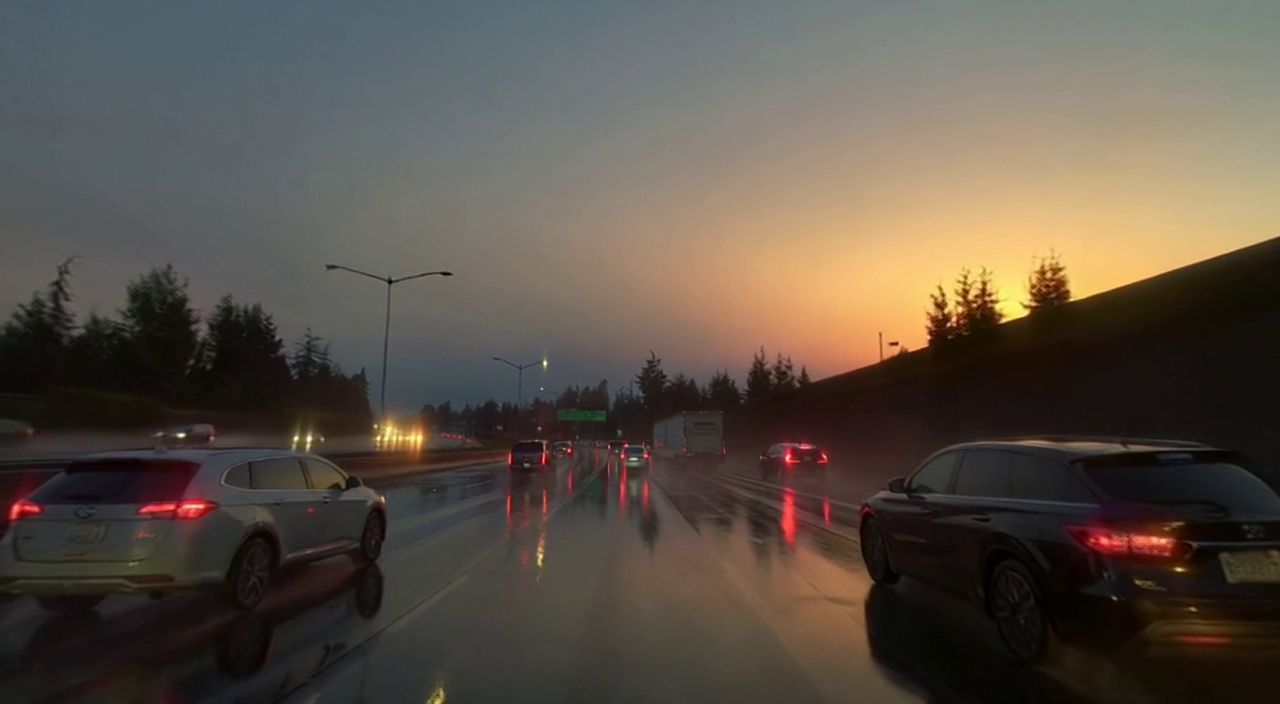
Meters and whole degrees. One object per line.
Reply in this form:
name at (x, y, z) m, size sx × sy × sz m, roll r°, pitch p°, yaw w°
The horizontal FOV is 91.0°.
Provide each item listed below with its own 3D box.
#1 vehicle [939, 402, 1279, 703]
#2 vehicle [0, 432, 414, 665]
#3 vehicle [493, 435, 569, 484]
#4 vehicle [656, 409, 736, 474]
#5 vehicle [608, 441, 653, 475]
vehicle at (3.150, 0.957, 2.248) m, size 2.031 × 1.504 × 4.327 m, roll 0°, pitch -9°, yaw 0°
vehicle at (-4.019, 1.551, 6.139) m, size 1.947 × 1.424 × 4.264 m, roll 0°, pitch -9°, yaw 2°
vehicle at (-4.305, 4.334, 25.750) m, size 2.176 × 1.783 × 4.799 m, roll 0°, pitch -9°, yaw 1°
vehicle at (3.055, 5.541, 38.623) m, size 3.426 × 3.279 × 12.313 m, roll 0°, pitch -9°, yaw -2°
vehicle at (-0.510, 5.639, 33.843) m, size 2.235 × 1.682 × 4.094 m, roll 0°, pitch -9°, yaw -1°
